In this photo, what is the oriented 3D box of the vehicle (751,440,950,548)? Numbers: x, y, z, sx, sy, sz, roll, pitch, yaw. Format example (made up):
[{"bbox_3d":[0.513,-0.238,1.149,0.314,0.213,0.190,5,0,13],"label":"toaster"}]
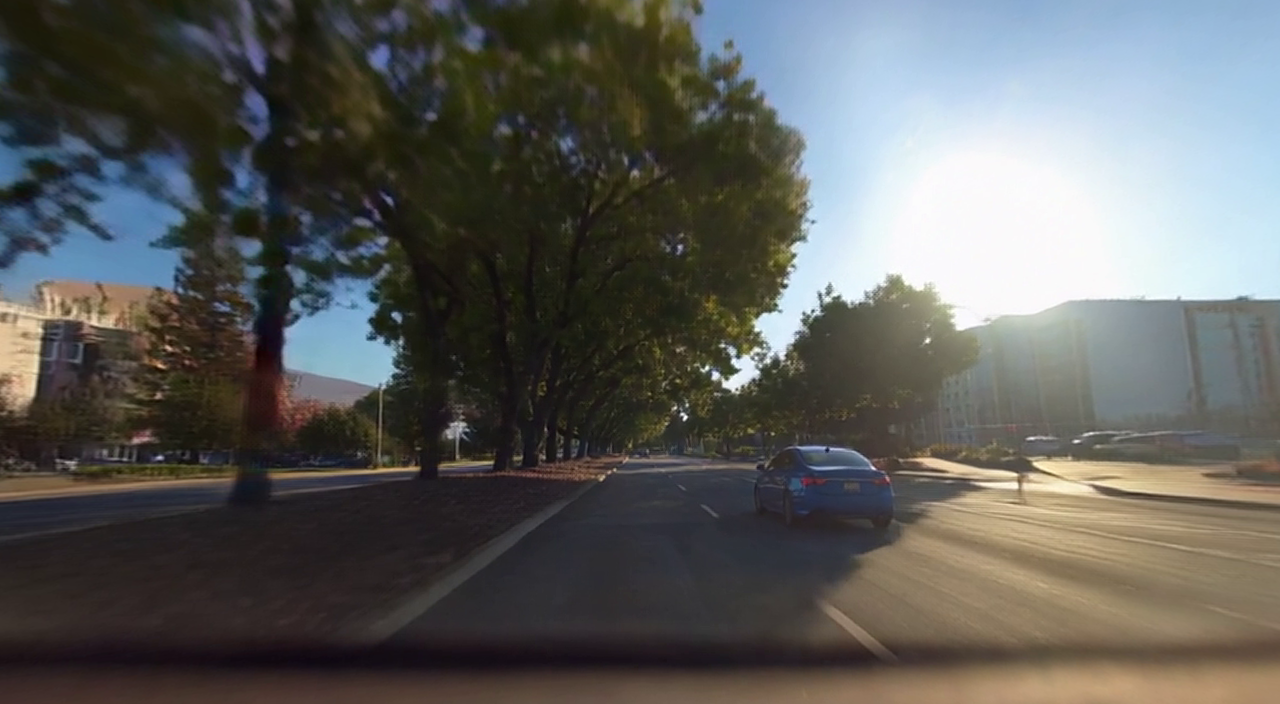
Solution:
[{"bbox_3d":[3.299,2.314,10.956,1.950,1.473,4.259,0,-9,-1],"label":"vehicle"}]
